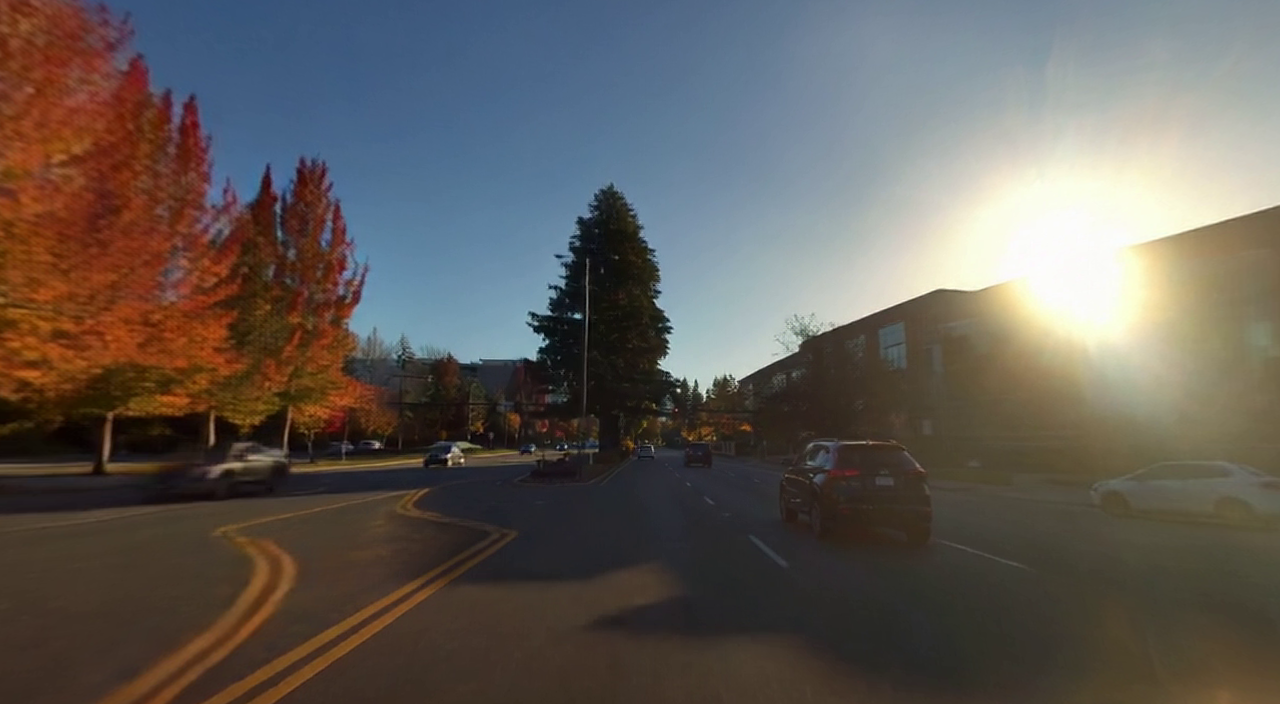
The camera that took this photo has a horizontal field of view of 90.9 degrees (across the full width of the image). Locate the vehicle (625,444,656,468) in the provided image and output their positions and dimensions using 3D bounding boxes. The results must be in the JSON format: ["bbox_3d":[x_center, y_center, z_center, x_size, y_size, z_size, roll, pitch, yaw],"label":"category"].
[{"bbox_3d":[0.026,6.866,41.671,1.991,1.477,3.814,0,-8,0],"label":"vehicle"}]

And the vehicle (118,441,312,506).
[{"bbox_3d":[-11.105,3.172,17.000,1.969,1.488,4.612,0,-8,0],"label":"vehicle"}]

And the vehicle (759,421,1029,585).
[{"bbox_3d":[2.938,1.809,8.374,1.901,1.634,3.896,0,-8,-1],"label":"vehicle"}]

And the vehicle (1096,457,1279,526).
[{"bbox_3d":[15.283,3.727,17.234,4.398,1.634,2.031,-6,-10,35],"label":"vehicle"}]

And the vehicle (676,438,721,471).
[{"bbox_3d":[3.461,6.171,38.228,2.154,1.844,4.634,0,-8,-1],"label":"vehicle"}]

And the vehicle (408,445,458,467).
[{"bbox_3d":[-14.810,7.455,45.325,1.978,1.443,4.678,0,-8,0],"label":"vehicle"}]
